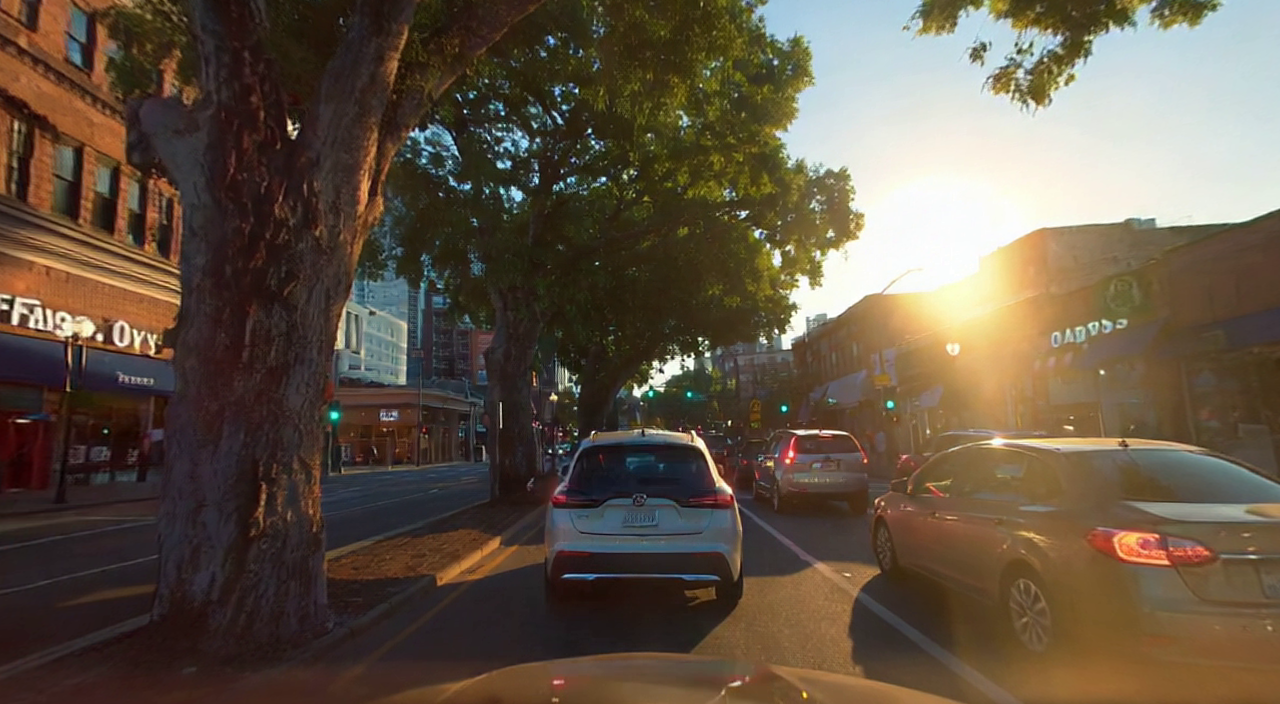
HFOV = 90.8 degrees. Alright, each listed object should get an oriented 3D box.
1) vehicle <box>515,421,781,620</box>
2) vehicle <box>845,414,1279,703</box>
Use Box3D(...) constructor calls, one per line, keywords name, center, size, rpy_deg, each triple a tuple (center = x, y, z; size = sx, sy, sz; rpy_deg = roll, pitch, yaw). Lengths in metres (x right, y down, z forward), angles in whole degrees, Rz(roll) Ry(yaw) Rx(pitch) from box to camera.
Box3D(name="vehicle", center=(0.053, 1.550, 6.636), size=(2.006, 1.487, 3.535), rpy_deg=(0, -9, 0))
Box3D(name="vehicle", center=(3.401, 1.371, 5.313), size=(1.988, 1.480, 4.195), rpy_deg=(0, -9, 1))
